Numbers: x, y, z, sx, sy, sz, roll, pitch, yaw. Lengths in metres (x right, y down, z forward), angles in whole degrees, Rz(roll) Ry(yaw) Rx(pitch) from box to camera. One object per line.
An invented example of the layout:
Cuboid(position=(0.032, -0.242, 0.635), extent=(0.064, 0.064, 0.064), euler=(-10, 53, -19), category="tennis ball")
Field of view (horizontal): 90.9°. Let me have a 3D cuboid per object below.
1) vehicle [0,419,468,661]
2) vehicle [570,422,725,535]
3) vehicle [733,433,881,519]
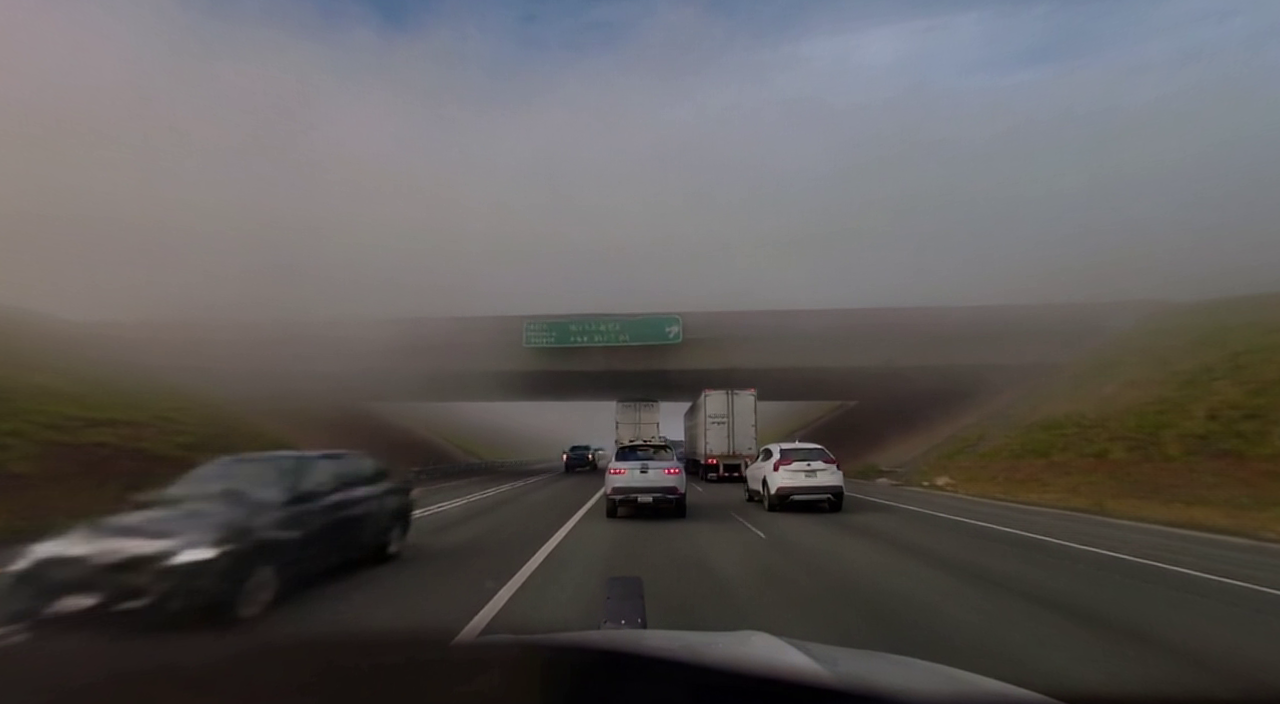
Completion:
Cuboid(position=(-3.380, 1.556, 6.251), extent=(2.096, 1.531, 4.210), euler=(-1, -9, 1), category="vehicle")
Cuboid(position=(0.140, 2.181, 11.315), extent=(2.256, 1.615, 4.114), euler=(-1, -9, 1), category="vehicle")
Cuboid(position=(3.270, 2.525, 13.268), extent=(1.972, 1.505, 3.946), euler=(-1, -9, -1), category="vehicle")
